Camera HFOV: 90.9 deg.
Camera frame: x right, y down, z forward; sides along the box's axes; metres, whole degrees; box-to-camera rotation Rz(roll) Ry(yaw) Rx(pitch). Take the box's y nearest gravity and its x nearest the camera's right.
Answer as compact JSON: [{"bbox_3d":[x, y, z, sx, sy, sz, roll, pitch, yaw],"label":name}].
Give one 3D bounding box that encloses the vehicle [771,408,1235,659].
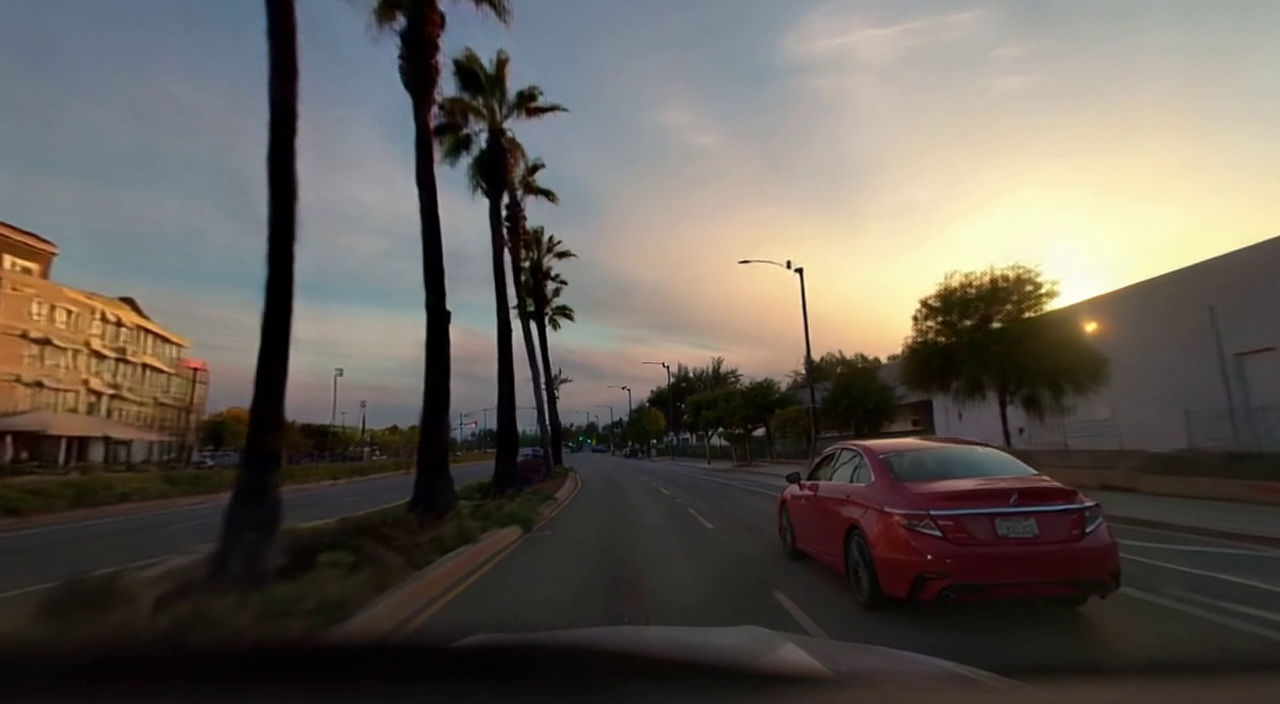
[{"bbox_3d":[2.758,1.475,6.201,1.867,1.554,4.301,0,-9,-2],"label":"vehicle"}]
